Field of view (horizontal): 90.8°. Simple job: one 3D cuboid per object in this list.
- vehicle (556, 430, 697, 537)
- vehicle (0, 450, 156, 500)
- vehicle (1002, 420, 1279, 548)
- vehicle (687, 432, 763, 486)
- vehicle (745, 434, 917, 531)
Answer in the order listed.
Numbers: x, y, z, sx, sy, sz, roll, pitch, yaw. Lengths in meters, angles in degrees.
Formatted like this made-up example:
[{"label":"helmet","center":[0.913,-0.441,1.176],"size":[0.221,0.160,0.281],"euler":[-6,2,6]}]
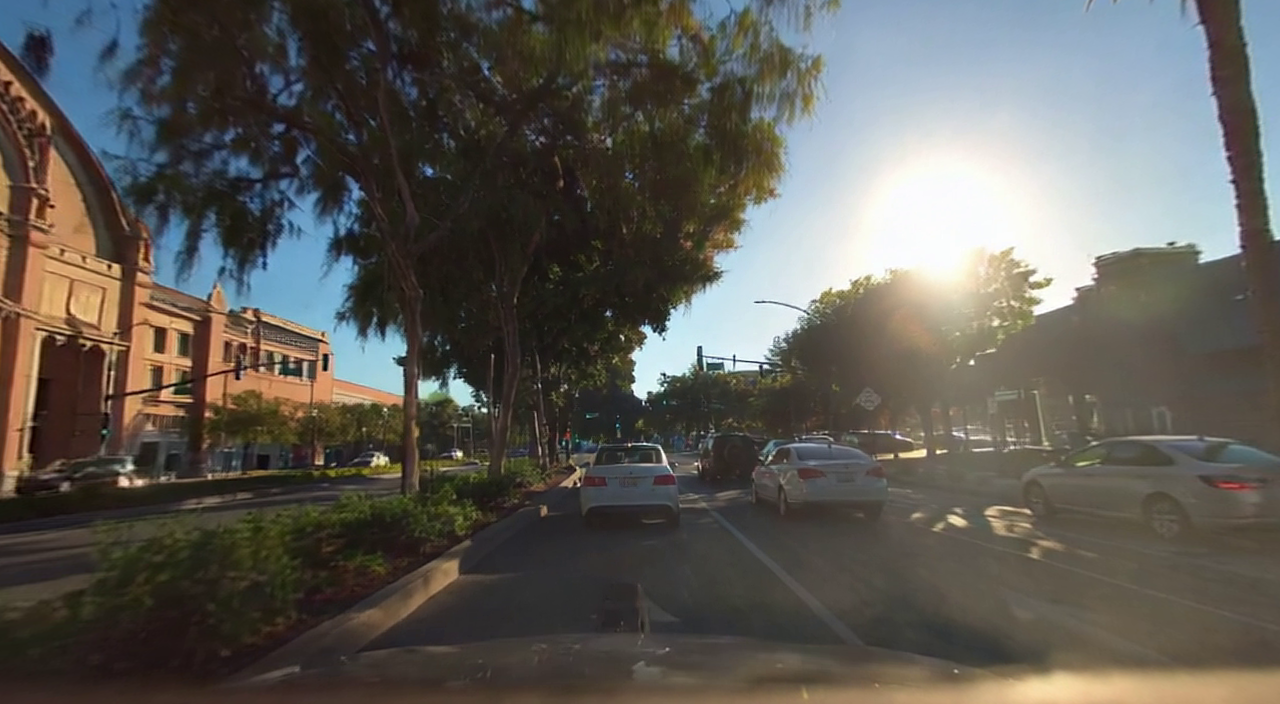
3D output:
[{"label":"vehicle","center":[-0.208,2.202,11.112],"size":[2.050,1.521,3.747],"euler":[0,-9,0]},{"label":"vehicle","center":[-21.067,4.576,23.939],"size":[1.958,1.675,4.389],"euler":[0,-9,-1]},{"label":"vehicle","center":[7.898,1.934,9.967],"size":[1.875,1.588,4.072],"euler":[0,-8,-1]},{"label":"vehicle","center":[3.247,4.328,25.978],"size":[2.127,1.854,7.971],"euler":[0,-9,1]},{"label":"vehicle","center":[3.309,2.342,11.923],"size":[1.833,1.465,4.258],"euler":[0,-9,-1]}]
